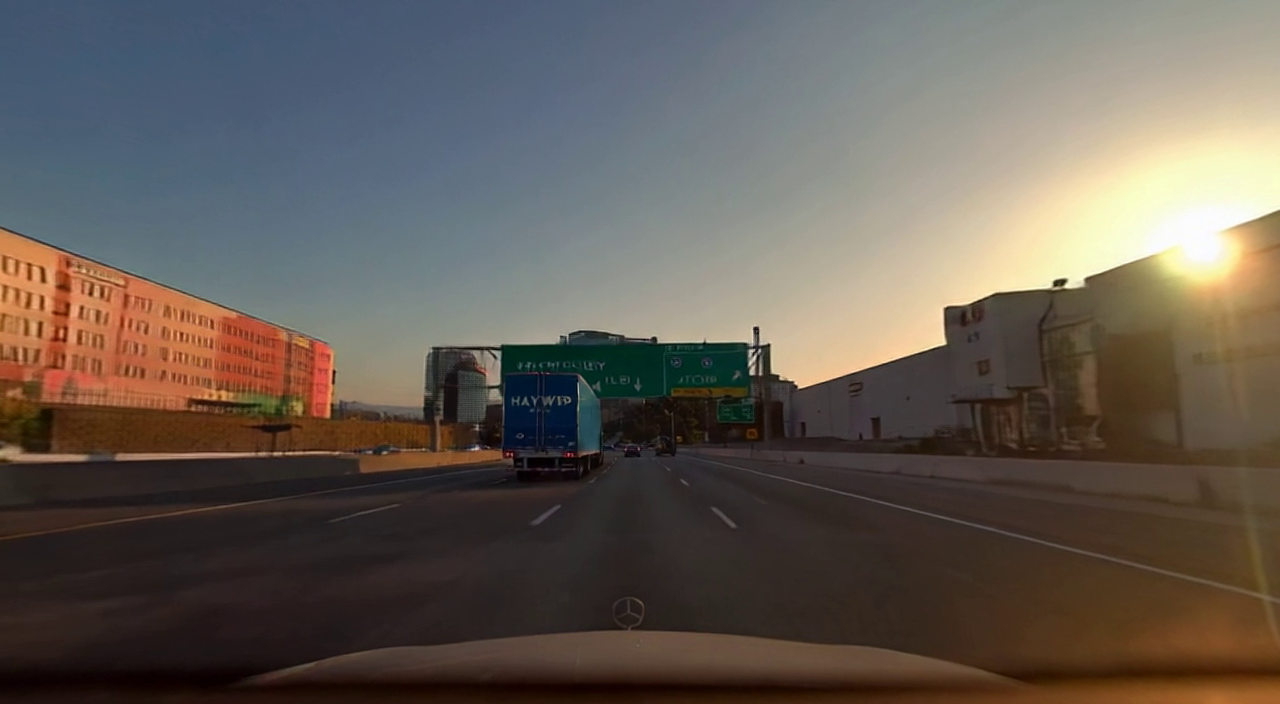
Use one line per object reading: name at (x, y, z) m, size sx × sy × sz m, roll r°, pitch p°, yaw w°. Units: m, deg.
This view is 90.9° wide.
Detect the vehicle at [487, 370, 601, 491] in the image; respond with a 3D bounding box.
vehicle at (-3.549, 3.204, 26.151) m, size 2.977 × 4.048 × 8.890 m, roll 2°, pitch -7°, yaw 2°
